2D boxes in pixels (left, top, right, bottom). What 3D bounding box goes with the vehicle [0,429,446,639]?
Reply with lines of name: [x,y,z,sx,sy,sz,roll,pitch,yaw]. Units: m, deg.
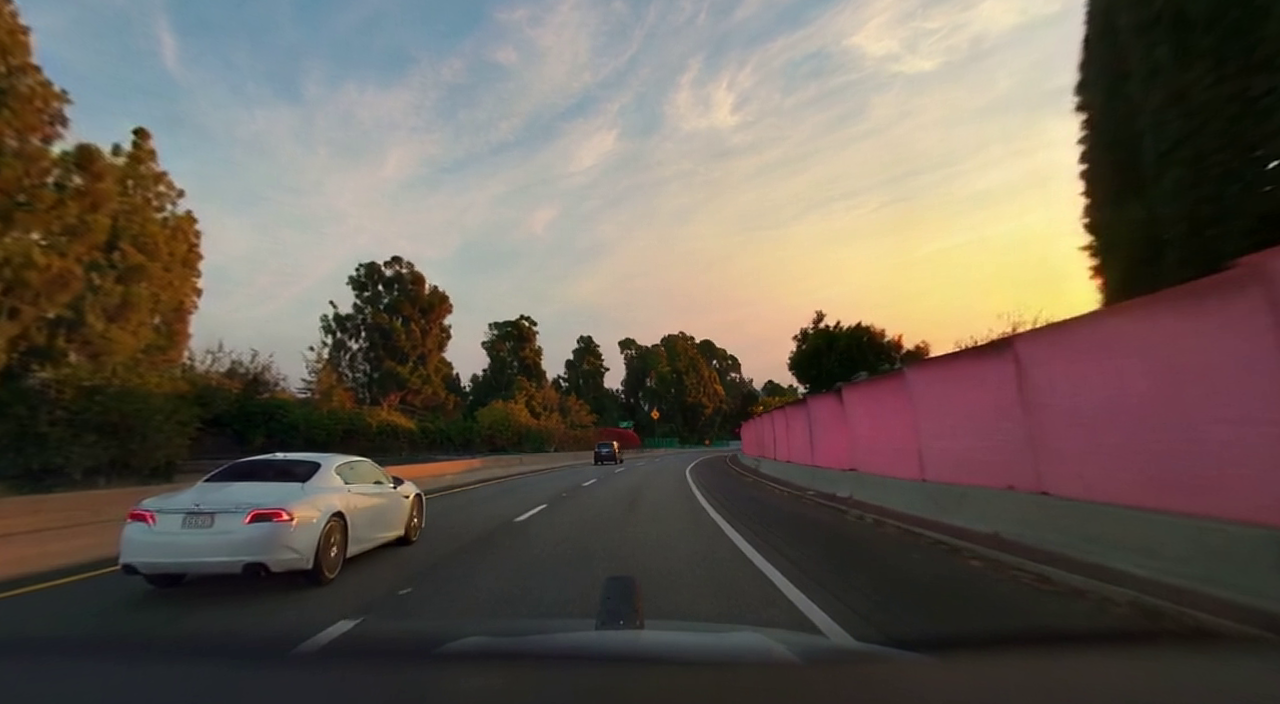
vehicle: [-3.590,1.576,6.524,1.746,1.405,4.339,-1,-9,1]

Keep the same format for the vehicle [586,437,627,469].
vehicle: [-1.855,5.829,36.441,1.833,1.697,3.984,-1,-9,5]
